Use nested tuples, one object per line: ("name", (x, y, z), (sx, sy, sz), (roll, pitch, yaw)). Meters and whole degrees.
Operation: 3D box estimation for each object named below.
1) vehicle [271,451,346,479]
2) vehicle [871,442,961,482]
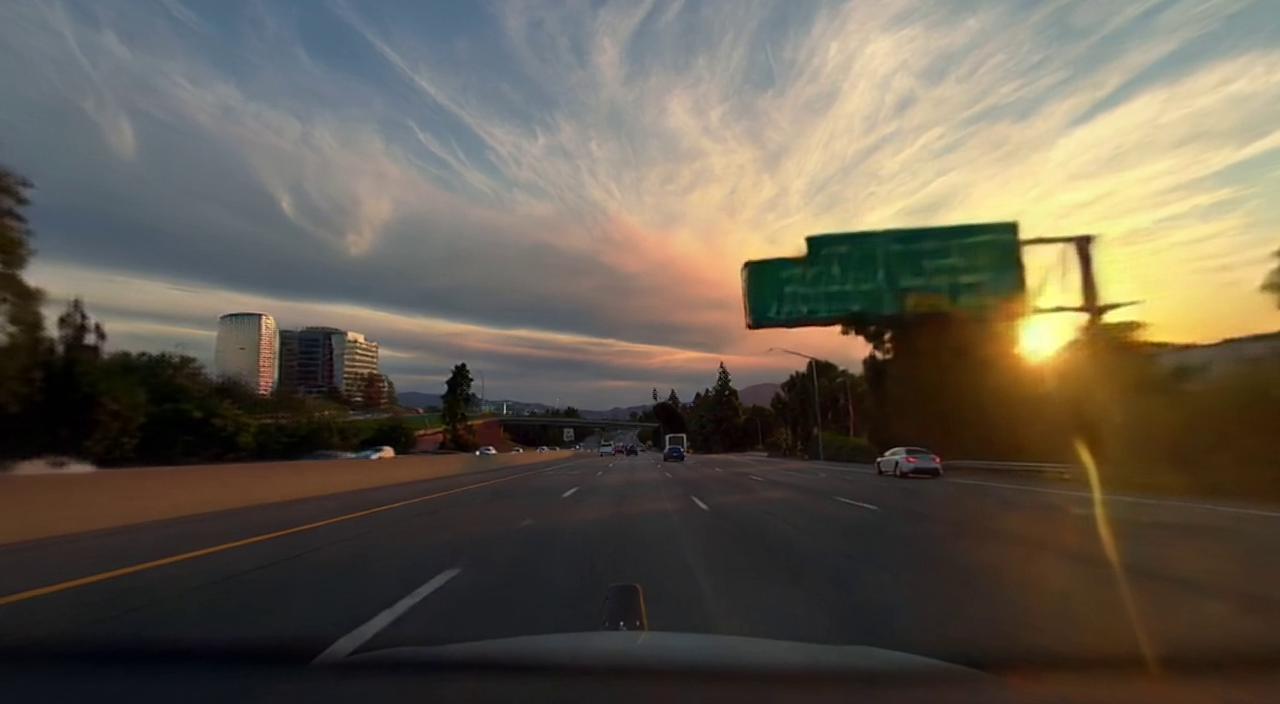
("vehicle", (-19.587, 6.678, 37.595), (1.935, 1.484, 4.558), (0, -9, 1))
("vehicle", (11.425, 4.565, 26.528), (1.878, 1.509, 4.327), (0, -9, 1))
